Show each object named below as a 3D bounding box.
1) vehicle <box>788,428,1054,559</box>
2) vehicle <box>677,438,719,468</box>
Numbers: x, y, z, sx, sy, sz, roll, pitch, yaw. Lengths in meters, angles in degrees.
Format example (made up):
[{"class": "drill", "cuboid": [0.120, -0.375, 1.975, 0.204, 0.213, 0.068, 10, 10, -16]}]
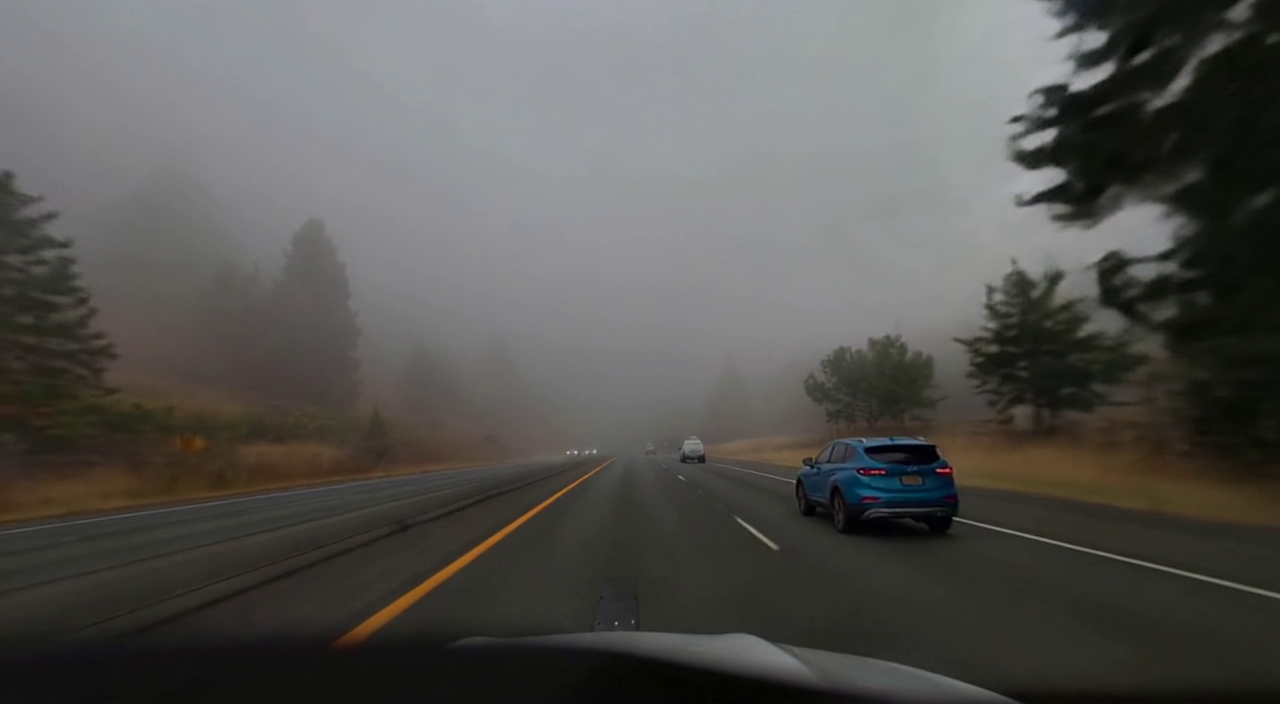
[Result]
[{"class": "vehicle", "cuboid": [3.828, 1.972, 9.589, 1.999, 1.501, 4.221, 0, -8, -2]}, {"class": "vehicle", "cuboid": [3.393, 5.995, 37.567, 2.043, 1.673, 4.016, 0, -8, -2]}]
